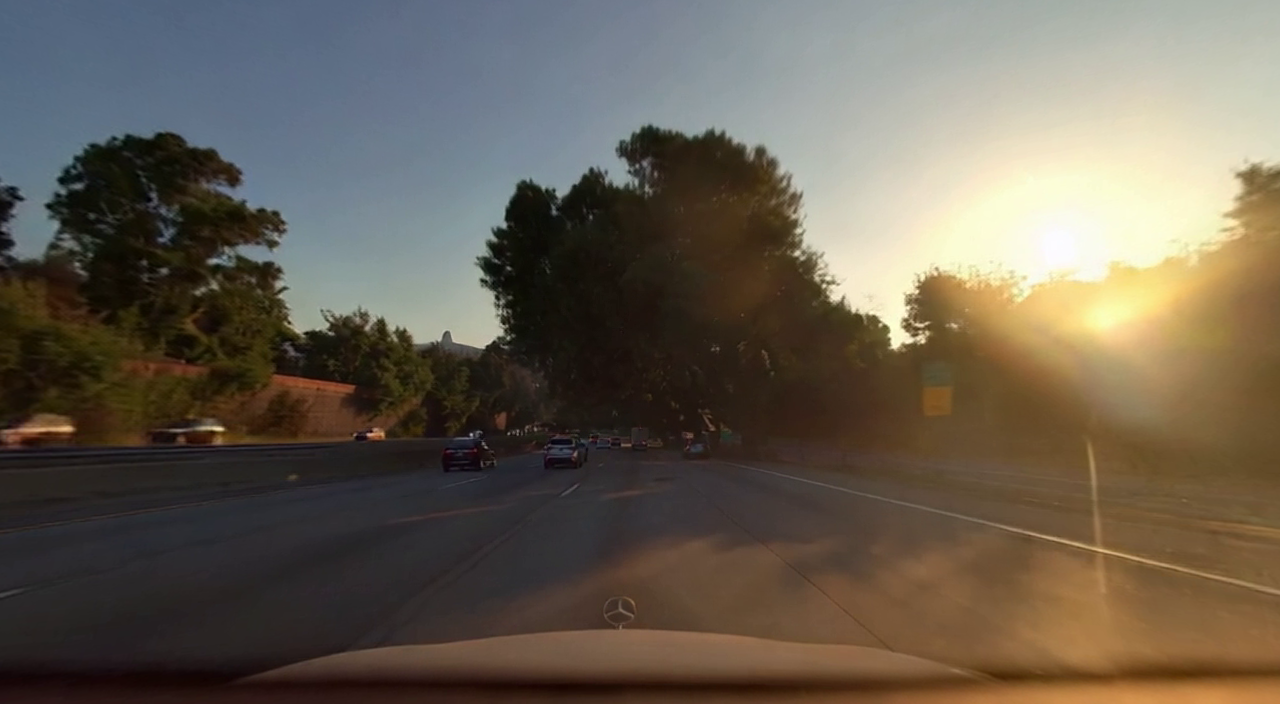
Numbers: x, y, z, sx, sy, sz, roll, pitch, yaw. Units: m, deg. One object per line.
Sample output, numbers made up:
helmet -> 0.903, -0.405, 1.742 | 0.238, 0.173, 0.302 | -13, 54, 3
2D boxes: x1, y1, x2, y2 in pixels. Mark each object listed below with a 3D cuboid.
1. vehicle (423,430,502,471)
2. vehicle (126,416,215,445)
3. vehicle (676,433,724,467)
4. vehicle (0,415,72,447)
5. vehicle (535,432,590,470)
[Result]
vehicle -> -8.082, 4.548, 29.155 | 2.237, 1.703, 4.681 | 0, -9, 0
vehicle -> -27.773, 4.714, 37.421 | 1.887, 1.573, 4.308 | 0, -9, 2
vehicle -> 3.179, 5.318, 34.224 | 2.053, 1.698, 4.097 | 0, -9, -2
vehicle -> -35.168, 4.410, 34.855 | 2.145, 1.679, 5.544 | 0, -9, 2
vehicle -> -3.595, 4.710, 29.986 | 2.002, 1.680, 4.301 | 0, -9, 0
